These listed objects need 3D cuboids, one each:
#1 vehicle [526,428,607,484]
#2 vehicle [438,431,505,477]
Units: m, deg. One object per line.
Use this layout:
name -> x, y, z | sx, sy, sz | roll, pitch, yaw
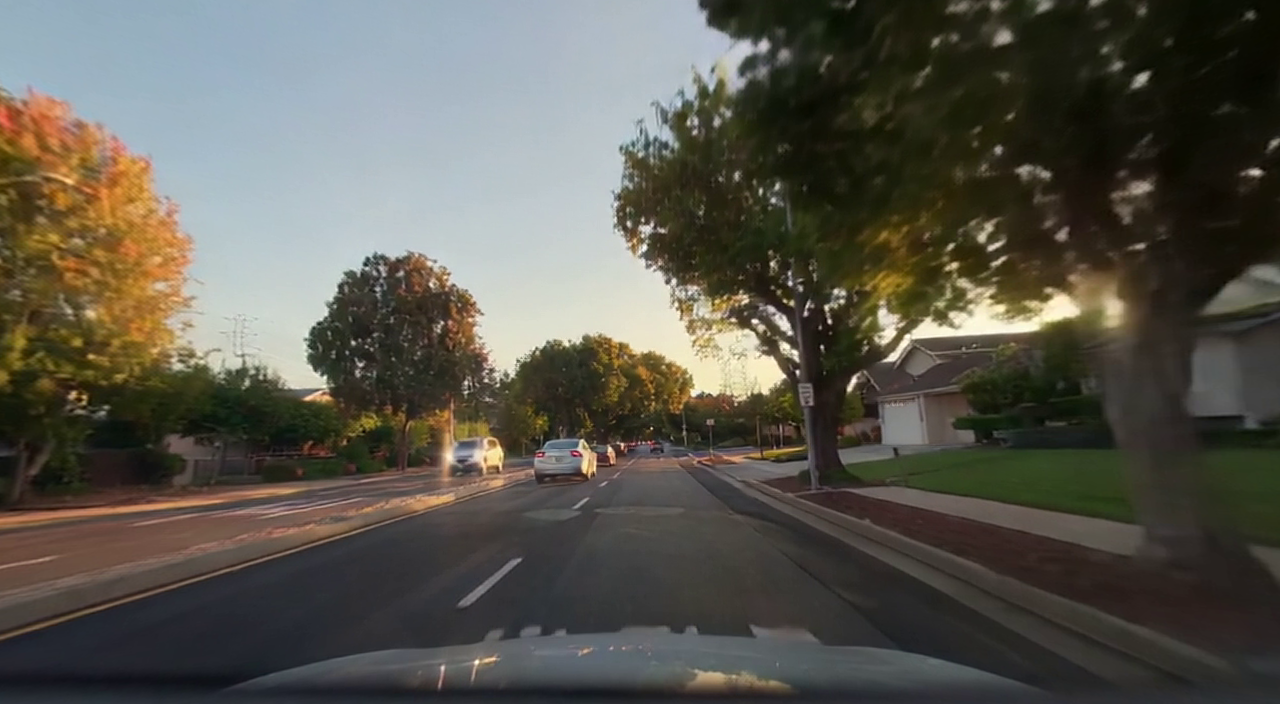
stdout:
vehicle -> -2.479, 3.681, 22.498 | 2.190, 1.766, 4.394 | 0, -8, 2
vehicle -> -8.542, 5.220, 32.405 | 2.159, 1.983, 4.530 | -5, -8, 0
